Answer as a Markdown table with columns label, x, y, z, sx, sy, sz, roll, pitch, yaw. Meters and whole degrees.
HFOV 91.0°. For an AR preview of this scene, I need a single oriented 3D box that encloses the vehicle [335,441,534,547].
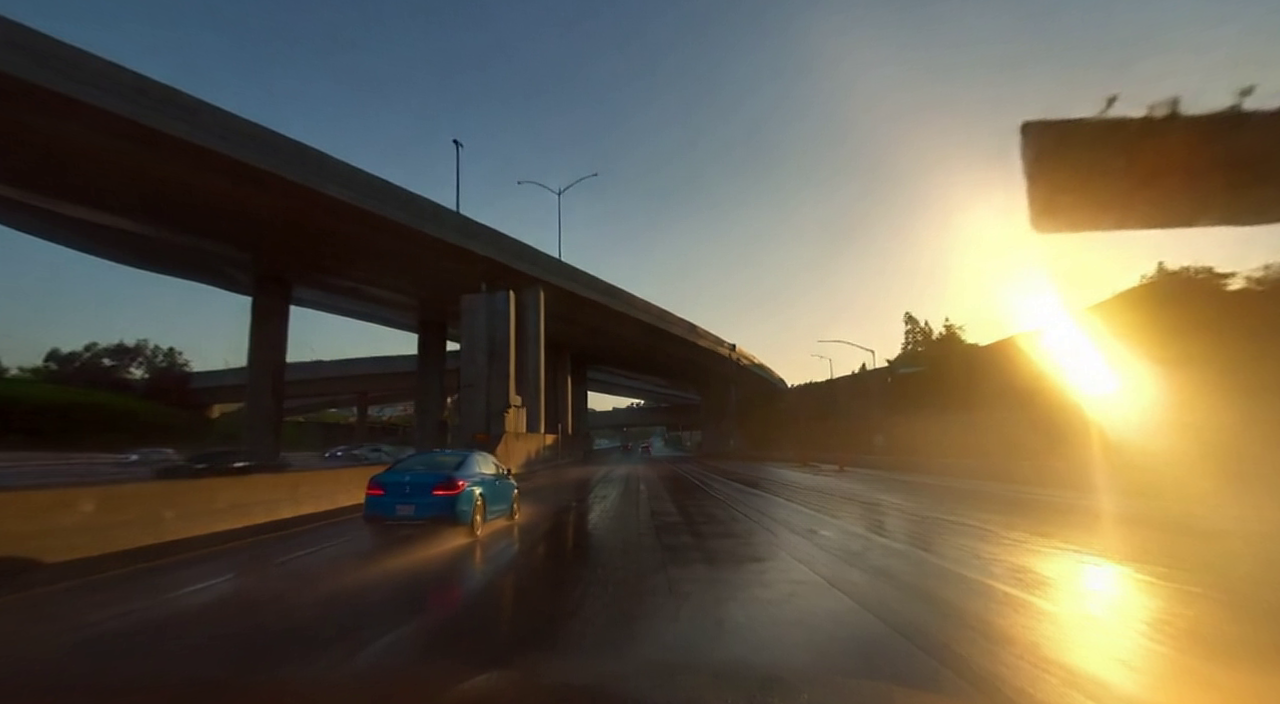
| label | x | y | z | sx | sy | sz | roll | pitch | yaw |
| --- | --- | --- | --- | --- | --- | --- | --- | --- | --- |
| vehicle | -3.268 | 2.329 | 11.062 | 2.044 | 1.478 | 4.114 | 0 | -9 | 1 |
